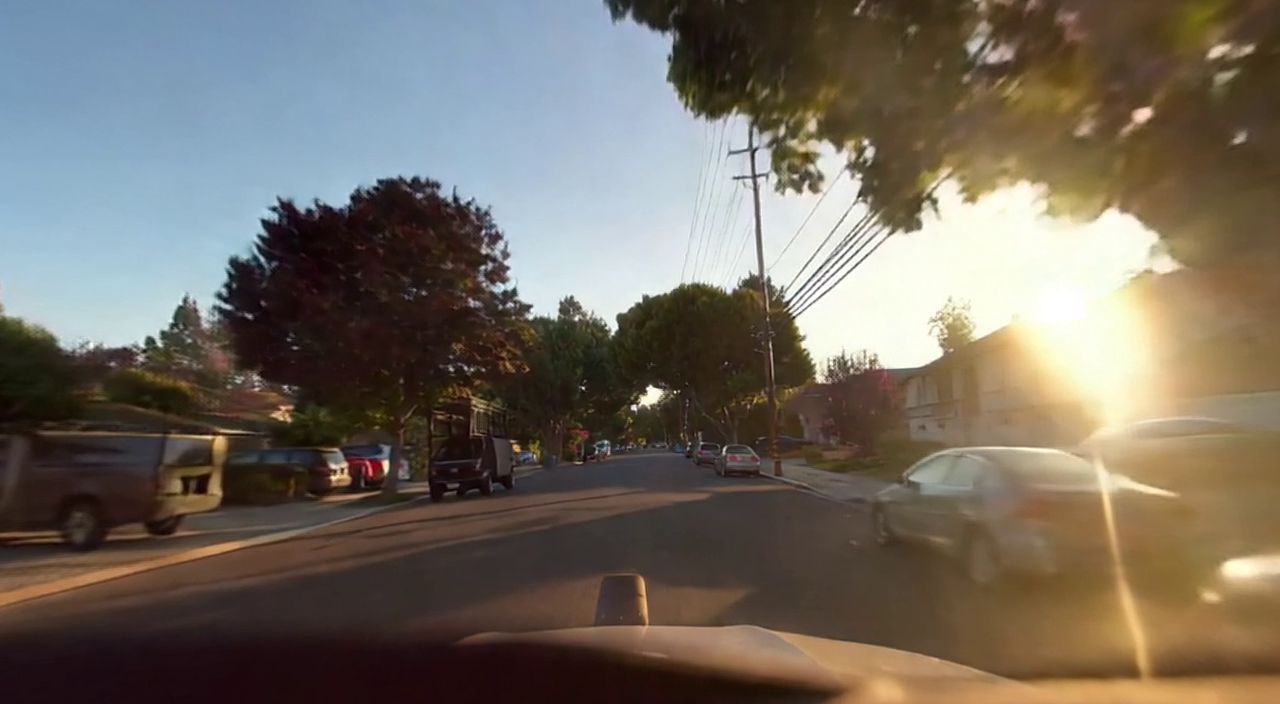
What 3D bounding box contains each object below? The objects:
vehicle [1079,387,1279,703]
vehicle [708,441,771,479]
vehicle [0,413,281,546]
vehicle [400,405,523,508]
[{"bbox_3d":[3.741,0.743,1.558,1.970,1.530,4.899,-1,-8,3],"label":"vehicle"},{"bbox_3d":[4.325,4.778,28.307,2.016,1.544,4.645,0,-8,-1],"label":"vehicle"},{"bbox_3d":[-10.534,2.227,11.391,6.540,2.079,2.565,0,-8,1],"label":"vehicle"},{"bbox_3d":[-5.884,3.514,21.769,2.313,2.875,6.057,-4,-8,1],"label":"vehicle"}]
